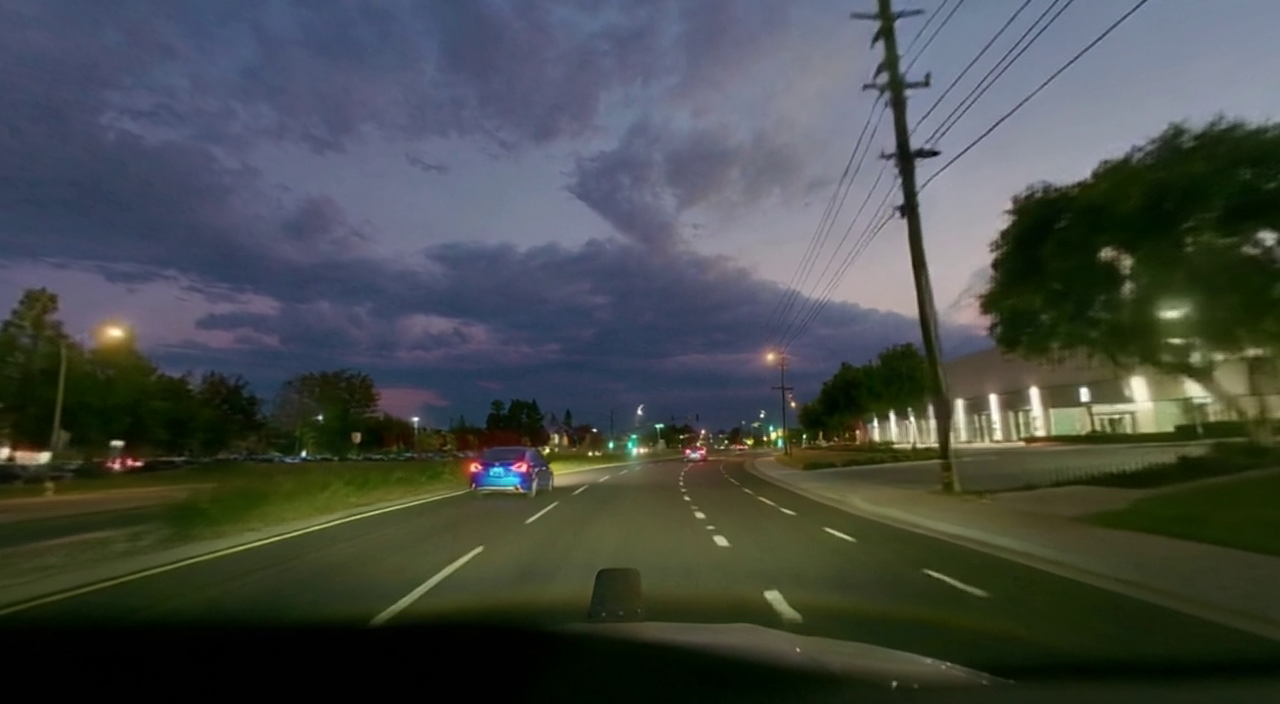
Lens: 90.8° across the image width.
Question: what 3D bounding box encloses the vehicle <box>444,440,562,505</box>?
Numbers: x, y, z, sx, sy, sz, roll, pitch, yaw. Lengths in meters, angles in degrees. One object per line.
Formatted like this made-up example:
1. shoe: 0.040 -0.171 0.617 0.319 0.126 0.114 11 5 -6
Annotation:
1. vehicle: -3.485 3.156 17.076 1.928 1.488 4.635 0 -8 3
